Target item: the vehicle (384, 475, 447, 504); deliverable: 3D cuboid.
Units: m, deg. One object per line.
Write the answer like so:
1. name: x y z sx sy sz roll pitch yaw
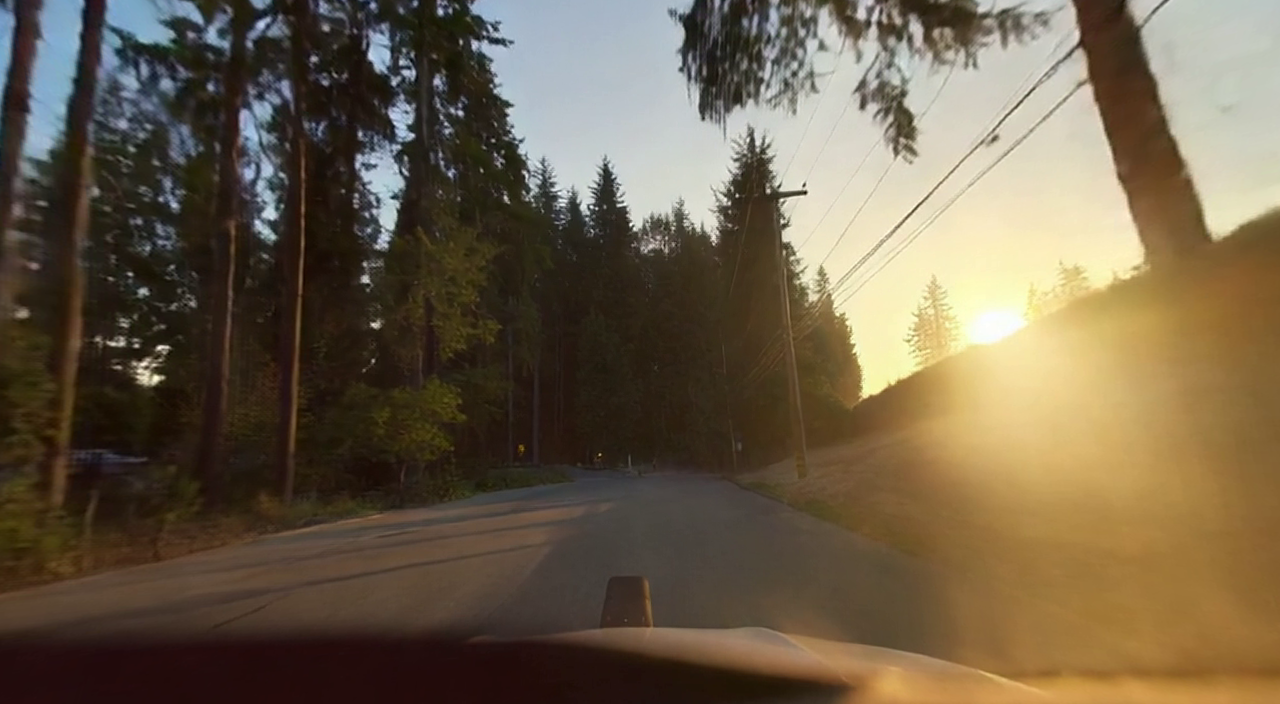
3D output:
1. vehicle: -15.501 9.456 43.532 4.043 1.673 1.970 -6 -10 32
